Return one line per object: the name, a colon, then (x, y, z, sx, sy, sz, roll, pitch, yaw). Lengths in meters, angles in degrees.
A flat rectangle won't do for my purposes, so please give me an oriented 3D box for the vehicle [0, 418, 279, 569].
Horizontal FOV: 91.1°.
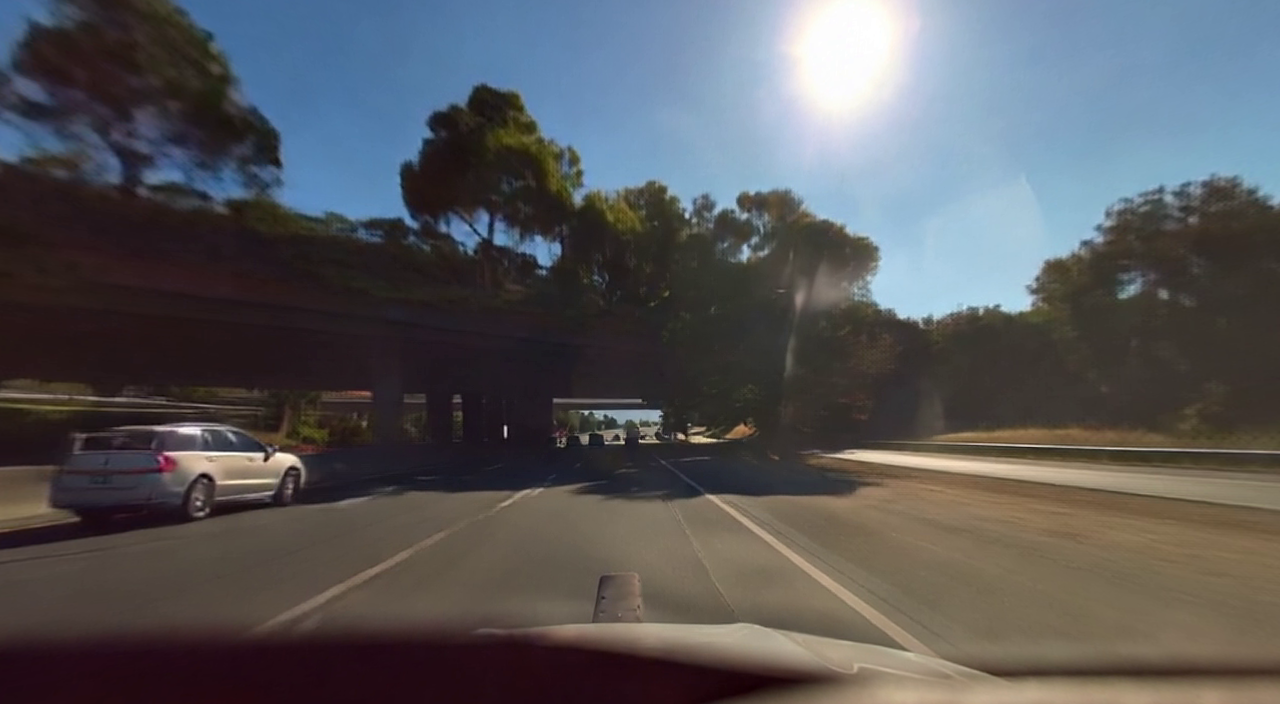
vehicle: (-7.393, 1.749, 8.696, 2.118, 1.524, 4.422, 0, -8, 1)
